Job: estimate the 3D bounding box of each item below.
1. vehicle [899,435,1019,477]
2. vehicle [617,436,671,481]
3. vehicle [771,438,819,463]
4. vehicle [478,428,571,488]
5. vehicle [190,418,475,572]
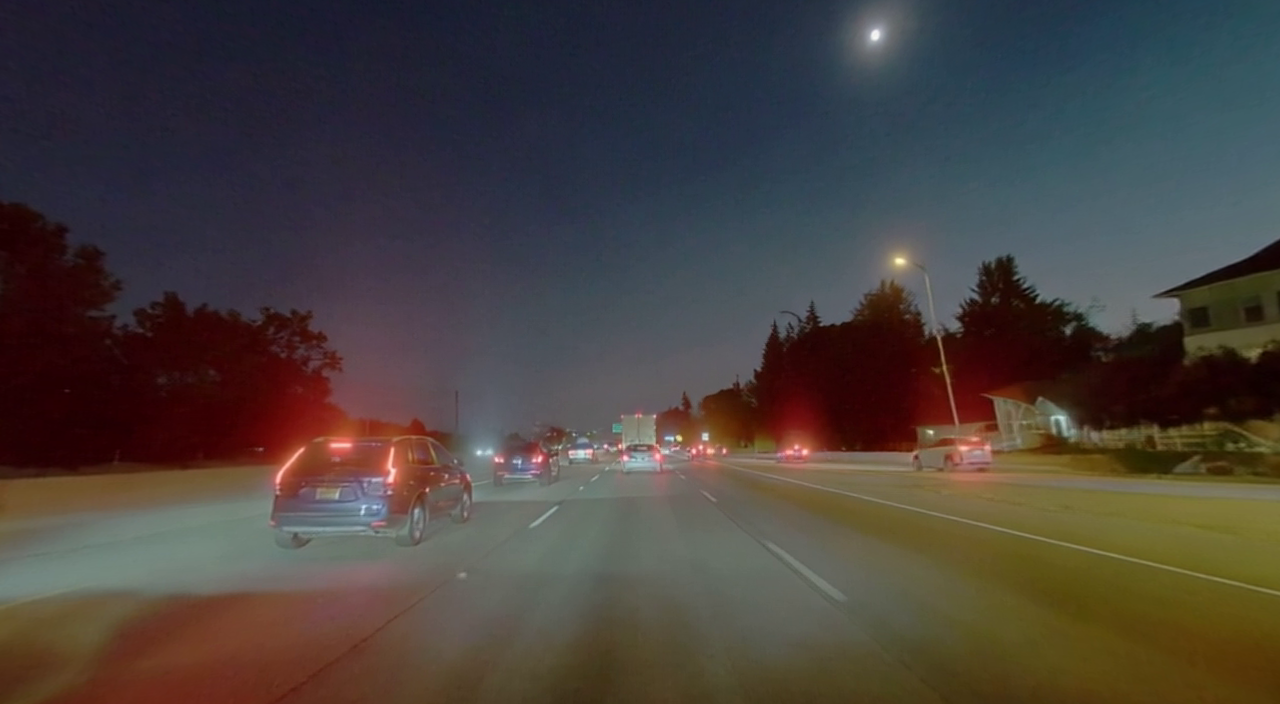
[{"bbox_3d":[12.467,4.089,25.108,1.905,1.490,4.826,1,-9,-5],"label":"vehicle"},{"bbox_3d":[0.142,4.363,26.163,2.063,1.703,4.203,0,-9,0],"label":"vehicle"},{"bbox_3d":[11.020,7.027,45.119,2.048,1.674,4.106,1,-9,-5],"label":"vehicle"},{"bbox_3d":[-4.052,3.857,23.294,2.301,1.944,5.482,0,-9,1],"label":"vehicle"},{"bbox_3d":[-3.908,1.874,8.997,1.988,1.668,4.021,0,-9,0],"label":"vehicle"}]
